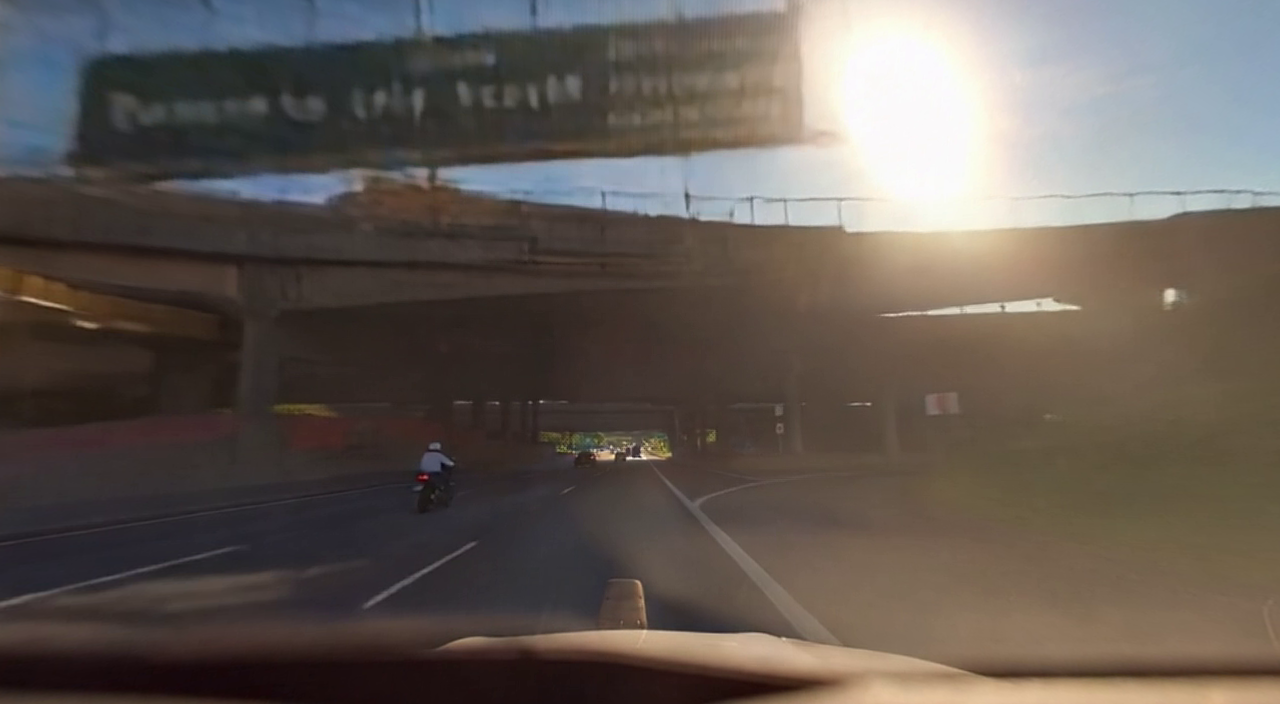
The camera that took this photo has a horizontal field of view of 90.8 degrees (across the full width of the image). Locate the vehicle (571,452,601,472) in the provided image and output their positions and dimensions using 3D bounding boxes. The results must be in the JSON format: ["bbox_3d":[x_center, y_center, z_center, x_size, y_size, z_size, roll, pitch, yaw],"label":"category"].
[{"bbox_3d":[-4.222,8.673,49.972,1.992,1.504,4.117,0,-9,0],"label":"vehicle"}]
